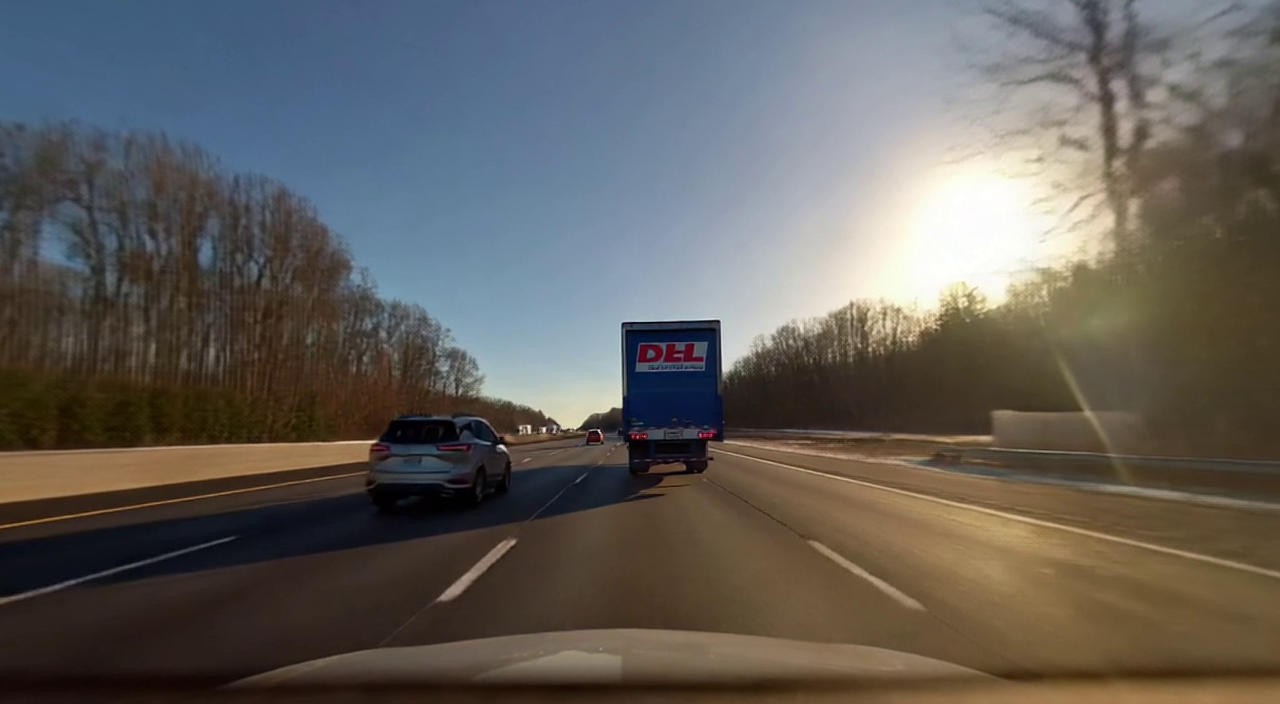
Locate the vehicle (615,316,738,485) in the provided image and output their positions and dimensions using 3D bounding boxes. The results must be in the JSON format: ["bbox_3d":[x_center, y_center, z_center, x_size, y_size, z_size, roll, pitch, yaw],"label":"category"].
[{"bbox_3d":[0.714,1.785,20.187,3.011,4.211,8.926,0,-8,-3],"label":"vehicle"}]

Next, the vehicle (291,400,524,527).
[{"bbox_3d":[-3.795,1.937,11.609,2.394,1.787,5.186,0,-8,-1],"label":"vehicle"}]
